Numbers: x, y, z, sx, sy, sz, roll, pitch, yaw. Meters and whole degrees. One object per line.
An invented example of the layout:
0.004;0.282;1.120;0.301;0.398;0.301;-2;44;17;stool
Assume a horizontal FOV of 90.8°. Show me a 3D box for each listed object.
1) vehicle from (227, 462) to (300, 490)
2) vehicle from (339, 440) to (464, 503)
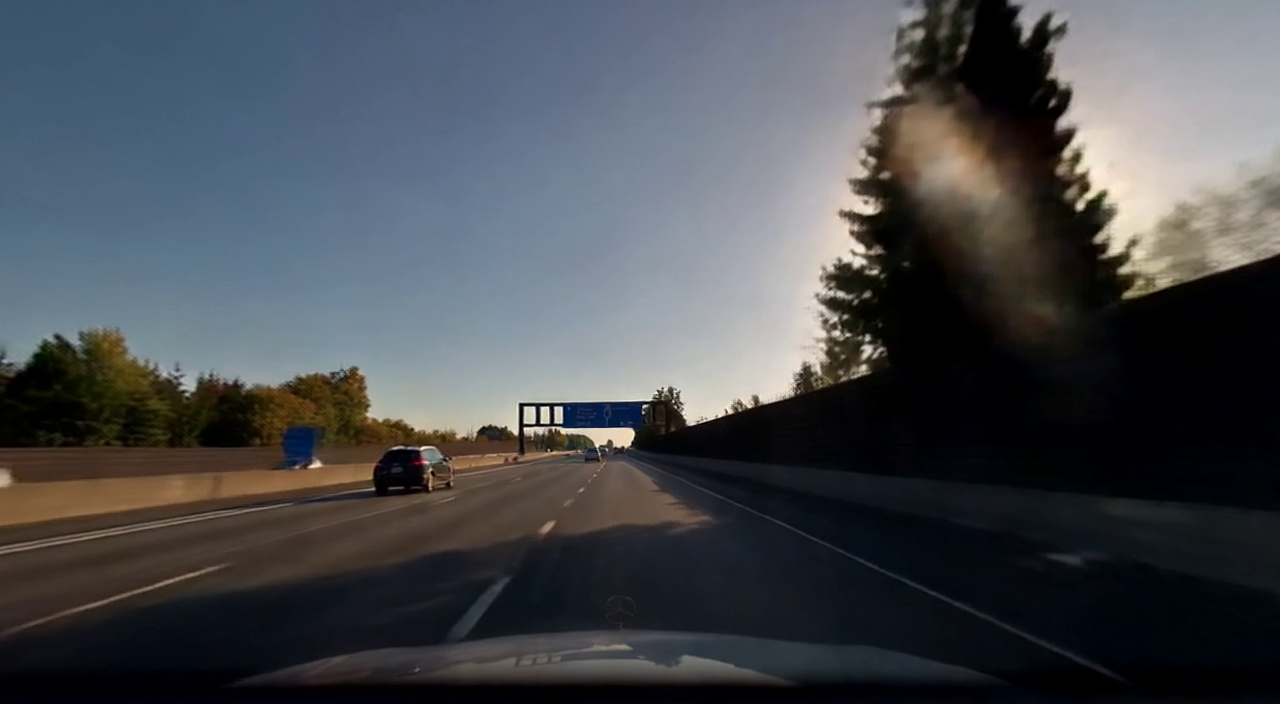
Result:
-22.730;7.486;38.325;1.770;1.467;4.590;0;-9;-2;vehicle
-6.856;3.467;18.689;2.098;1.606;4.227;0;-9;-1;vehicle
